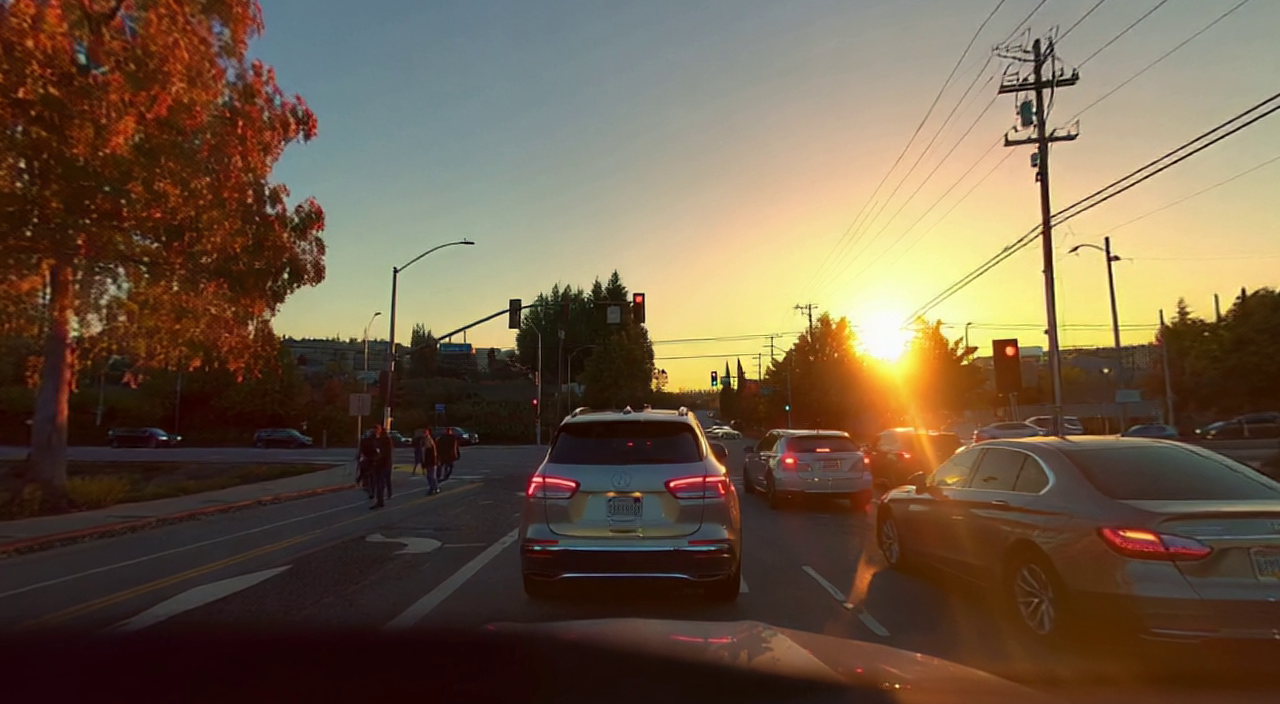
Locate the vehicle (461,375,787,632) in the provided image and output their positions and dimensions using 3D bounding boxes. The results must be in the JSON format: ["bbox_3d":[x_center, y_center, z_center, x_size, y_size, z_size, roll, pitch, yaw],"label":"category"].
[{"bbox_3d":[-0.160,1.379,6.714,2.271,1.786,4.443,0,-8,-1],"label":"vehicle"}]

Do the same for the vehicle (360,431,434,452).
[{"bbox_3d":[-17.780,6.562,46.352,4.607,1.478,1.995,0,-8,0],"label":"vehicle"}]

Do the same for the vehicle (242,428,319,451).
[{"bbox_3d":[-26.868,6.533,47.193,4.587,1.639,1.878,0,-8,1],"label":"vehicle"}]

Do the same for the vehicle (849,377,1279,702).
[{"bbox_3d":[3.540,1.291,5.555,1.948,1.677,4.437,0,-8,1],"label":"vehicle"}]
